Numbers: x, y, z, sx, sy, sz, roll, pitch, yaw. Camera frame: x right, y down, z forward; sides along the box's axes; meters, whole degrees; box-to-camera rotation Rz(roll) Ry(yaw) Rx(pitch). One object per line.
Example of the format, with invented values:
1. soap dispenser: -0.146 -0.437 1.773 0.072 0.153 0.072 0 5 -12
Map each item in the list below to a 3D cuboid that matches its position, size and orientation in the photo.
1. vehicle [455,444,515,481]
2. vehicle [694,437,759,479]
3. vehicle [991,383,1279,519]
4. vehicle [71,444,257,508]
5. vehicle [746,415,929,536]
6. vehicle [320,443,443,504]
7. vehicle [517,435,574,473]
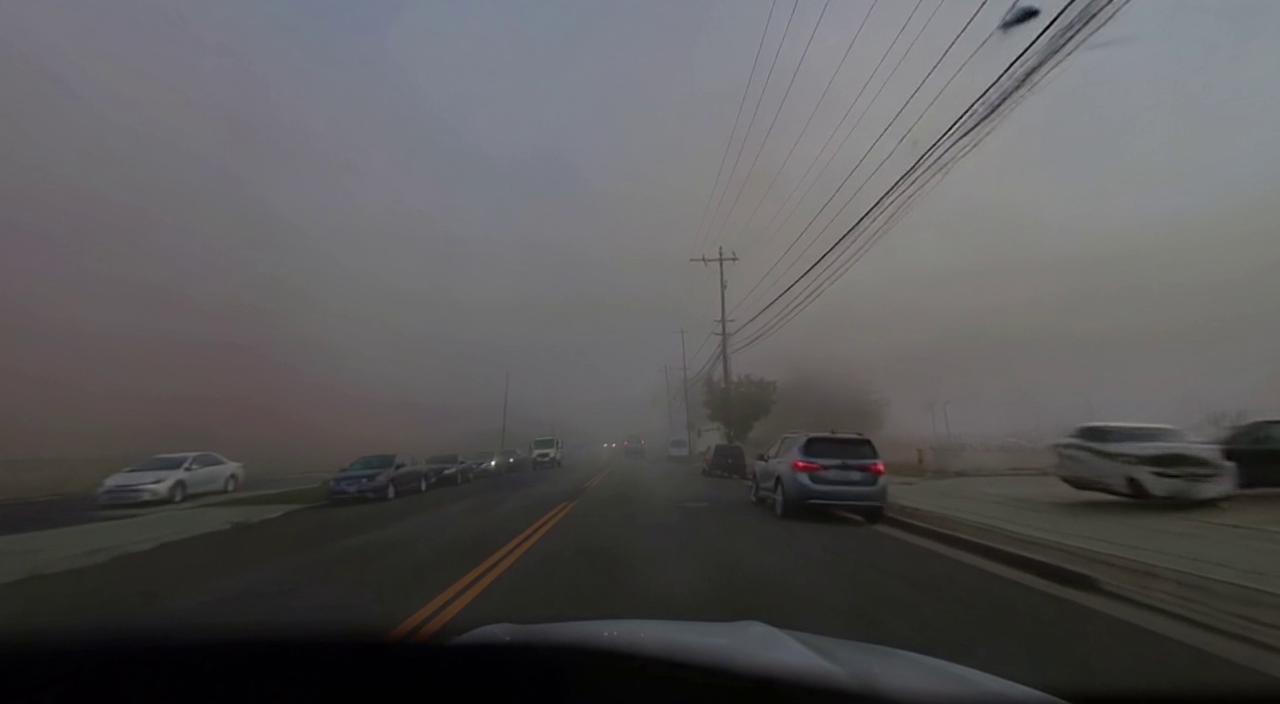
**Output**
1. vehicle: -8.283 5.912 34.190 1.791 1.622 5.056 -3 -7 2
2. vehicle: 3.582 4.484 27.011 2.136 1.586 4.919 0 -8 1
3. vehicle: 9.007 1.749 11.628 2.178 1.884 4.825 -3 -8 -1
4. vehicle: -14.824 3.837 20.186 1.969 1.741 5.148 0 -9 -1
5. vehicle: 3.469 2.313 12.278 2.025 1.843 4.883 -1 -9 1
6. vehicle: -8.431 3.966 21.203 2.113 1.665 5.062 0 -7 -2
7. vehicle: -5.162 5.622 35.063 2.152 1.918 4.217 -3 -8 4
